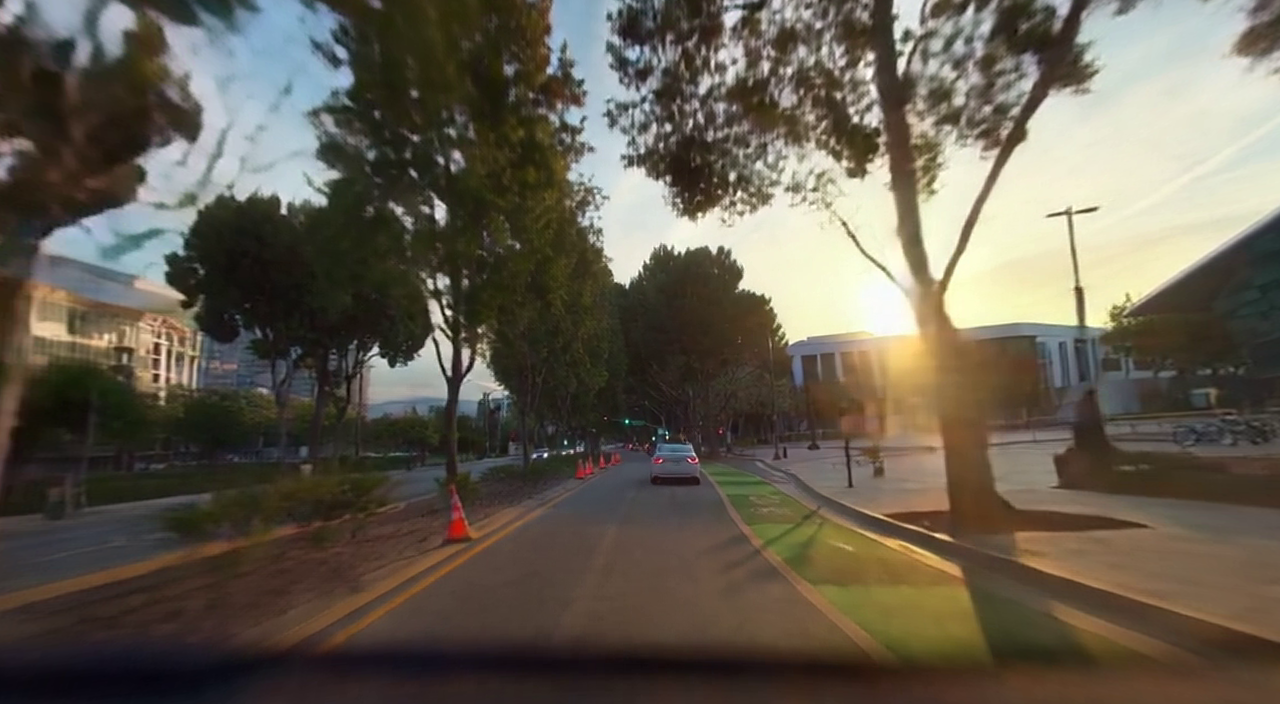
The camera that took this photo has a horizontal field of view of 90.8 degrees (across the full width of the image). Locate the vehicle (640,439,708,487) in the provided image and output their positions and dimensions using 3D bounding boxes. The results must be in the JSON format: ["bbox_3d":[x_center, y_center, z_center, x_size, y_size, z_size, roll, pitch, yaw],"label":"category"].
[{"bbox_3d":[1.119,3.786,21.881,2.114,1.493,4.430,0,-8,2],"label":"vehicle"}]
